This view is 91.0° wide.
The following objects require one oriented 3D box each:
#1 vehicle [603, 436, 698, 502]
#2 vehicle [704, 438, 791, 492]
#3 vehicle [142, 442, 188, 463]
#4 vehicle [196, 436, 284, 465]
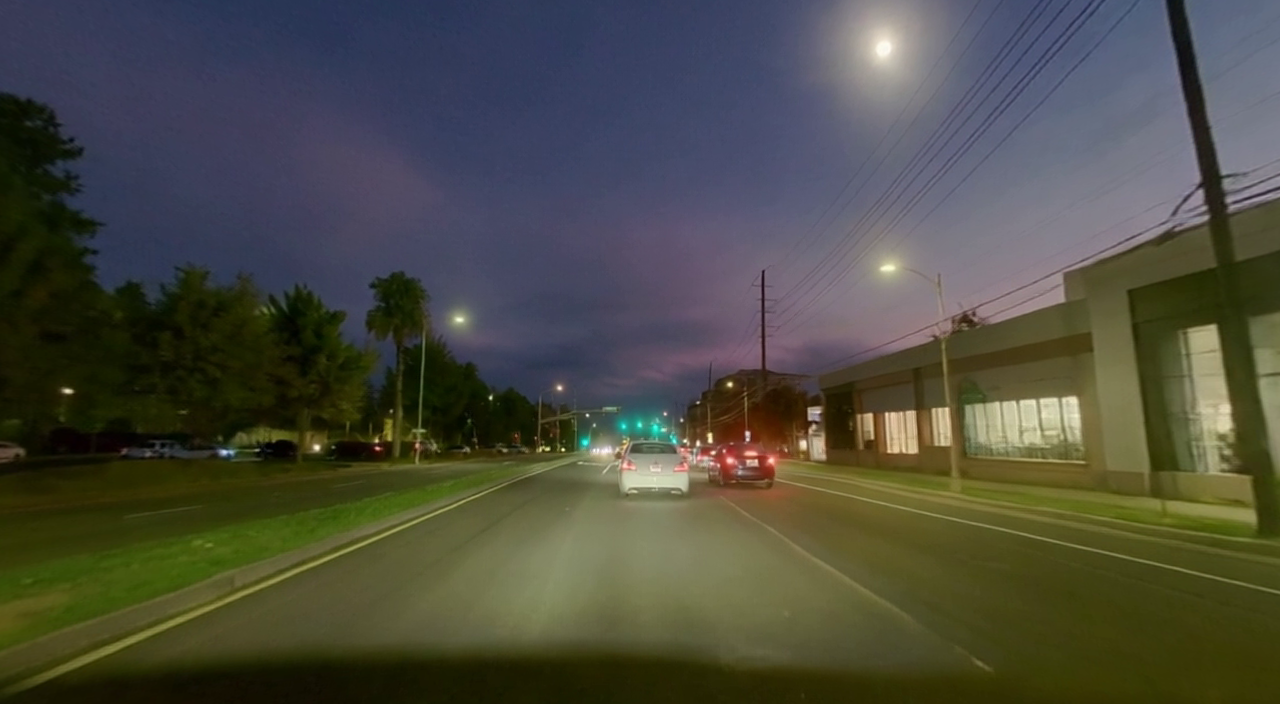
[{"bbox_3d":[0.178,2.966,16.347,2.144,1.473,4.028,0,-8,-2],"label":"vehicle"},{"bbox_3d":[3.235,3.495,19.846,1.985,1.489,4.036,0,-8,-1],"label":"vehicle"},{"bbox_3d":[-36.284,7.648,48.181,1.849,1.533,4.091,4,-9,-24],"label":"vehicle"},{"bbox_3d":[-27.225,6.715,43.035,4.687,1.894,2.149,4,-9,-23],"label":"vehicle"}]
